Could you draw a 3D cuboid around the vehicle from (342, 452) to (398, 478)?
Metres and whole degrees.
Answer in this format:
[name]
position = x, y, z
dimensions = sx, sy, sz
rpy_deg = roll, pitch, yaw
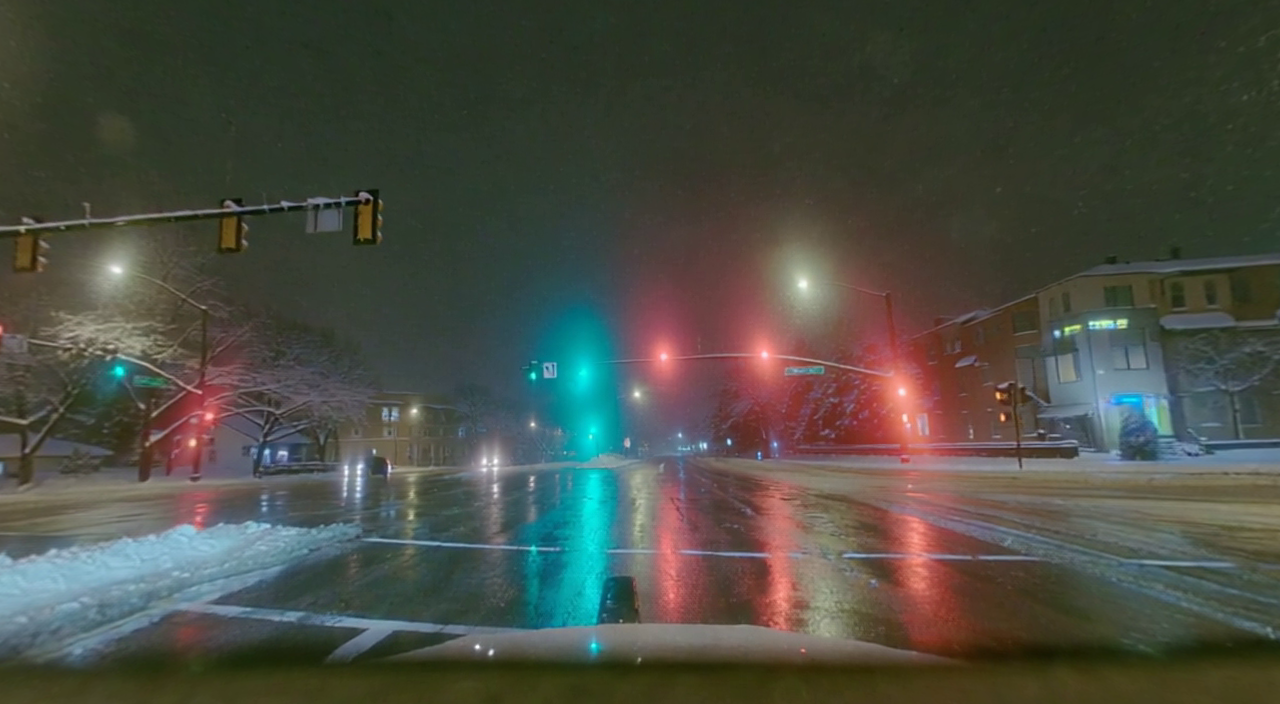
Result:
[vehicle]
position = -18.830, 7.854, 44.255
dimensions = 1.933, 1.664, 4.255
rpy_deg = 0, -9, 1
